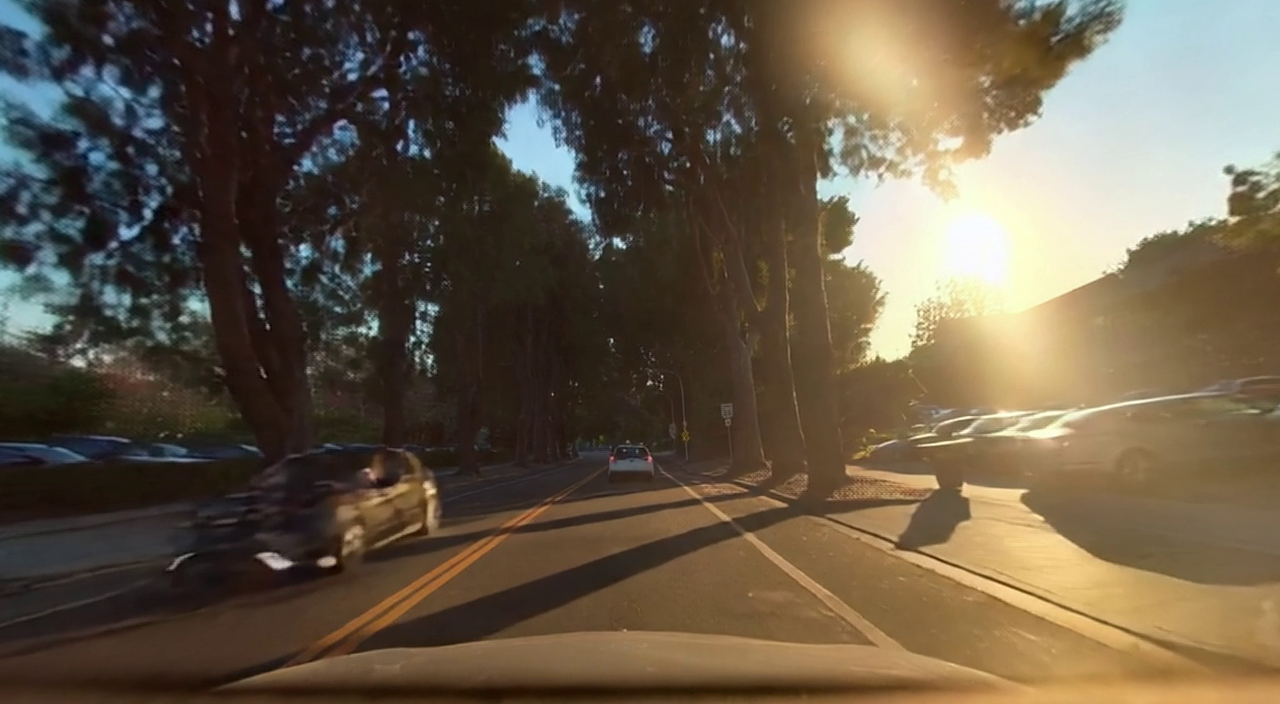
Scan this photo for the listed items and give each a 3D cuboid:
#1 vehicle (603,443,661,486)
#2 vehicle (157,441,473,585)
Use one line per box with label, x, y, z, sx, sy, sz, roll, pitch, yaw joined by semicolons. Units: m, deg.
vehicle;-0.328;4.532;25.833;2.152;1.574;4.223;0;-8;-1
vehicle;-4.004;2.020;8.944;2.028;1.464;4.602;-1;-8;0
